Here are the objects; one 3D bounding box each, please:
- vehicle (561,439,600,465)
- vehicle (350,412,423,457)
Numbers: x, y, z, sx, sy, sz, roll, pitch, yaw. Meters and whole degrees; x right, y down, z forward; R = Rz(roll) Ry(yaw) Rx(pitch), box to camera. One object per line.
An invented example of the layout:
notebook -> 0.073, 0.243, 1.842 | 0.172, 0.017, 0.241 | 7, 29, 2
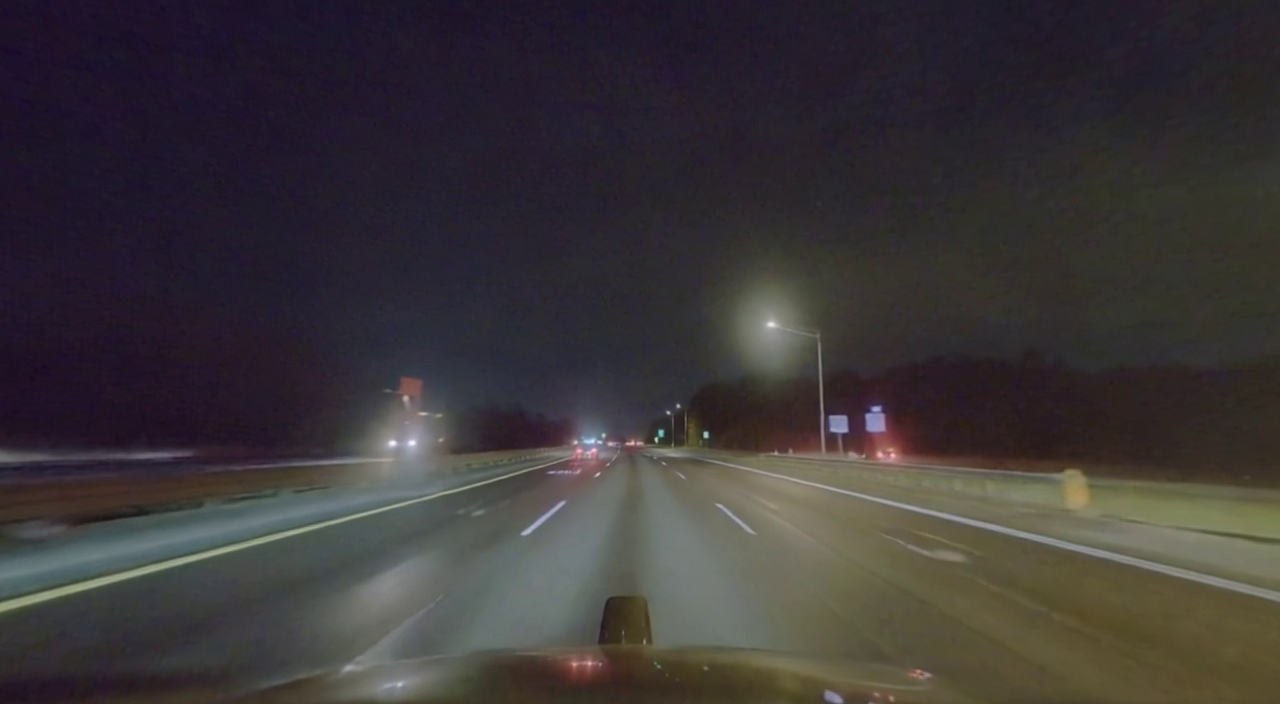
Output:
vehicle -> -3.897, 6.671, 42.263 | 2.160, 1.608, 5.012 | 0, -8, 0
vehicle -> -16.811, 5.582, 42.180 | 2.381, 2.780, 6.049 | 0, -8, 0
